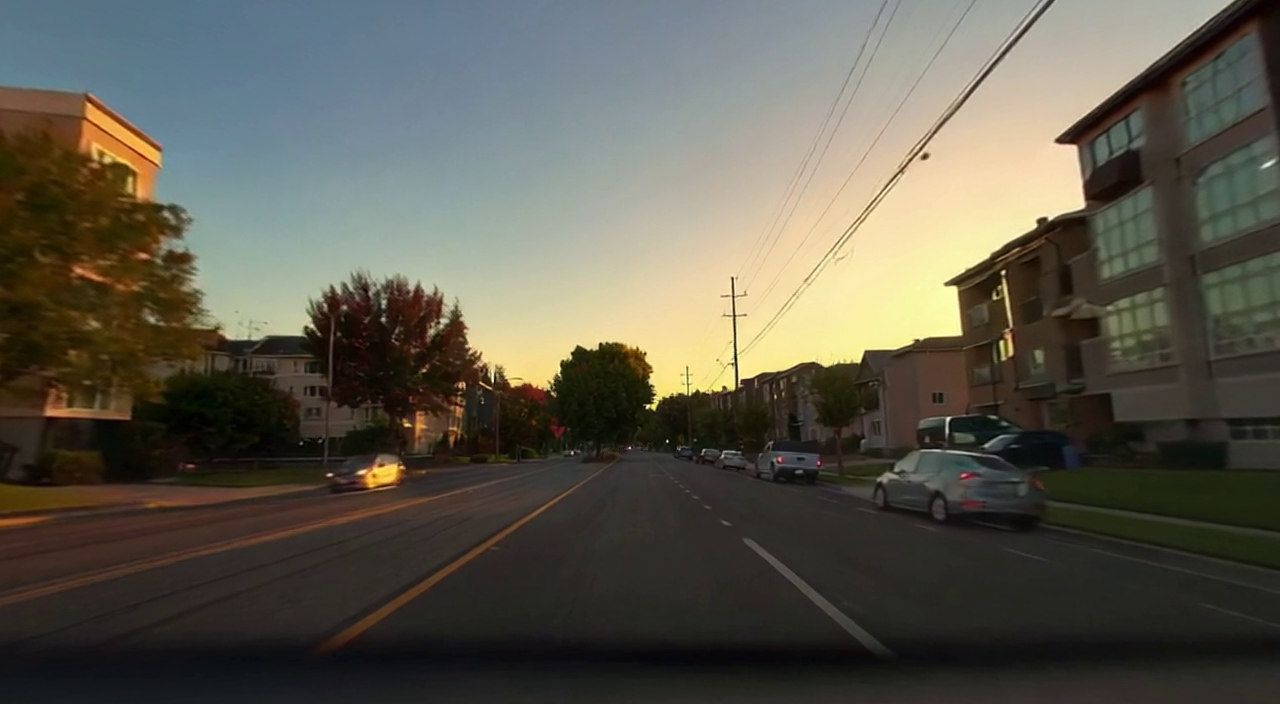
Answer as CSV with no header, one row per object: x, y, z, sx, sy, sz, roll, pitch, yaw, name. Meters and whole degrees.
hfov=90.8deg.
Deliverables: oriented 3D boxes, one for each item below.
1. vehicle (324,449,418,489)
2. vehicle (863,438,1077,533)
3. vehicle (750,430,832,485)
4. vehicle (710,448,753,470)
-10.666,4.642,25.459,1.847,1.460,4.294,-1,-9,1,vehicle
6.149,2.513,12.499,1.914,1.517,4.320,0,-9,0,vehicle
6.286,4.498,27.243,2.267,2.037,6.240,-1,-9,3,vehicle
6.059,7.147,42.402,2.013,1.408,5.011,0,-9,-1,vehicle
